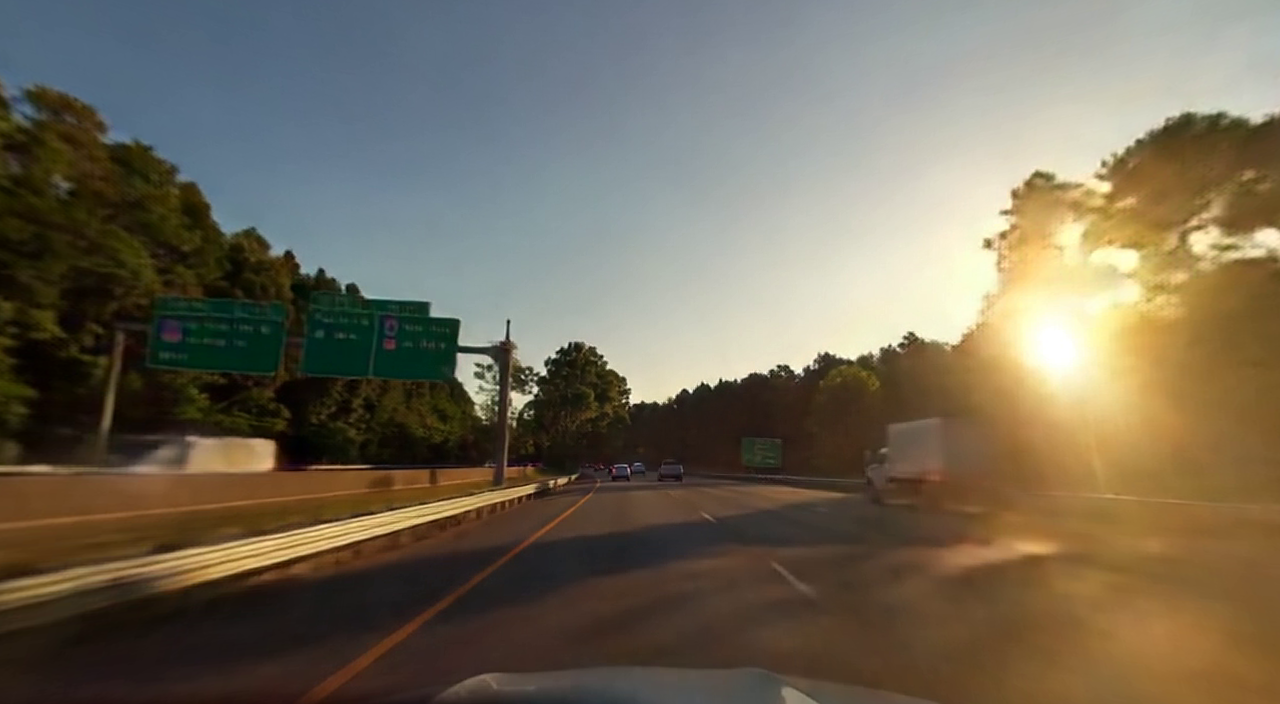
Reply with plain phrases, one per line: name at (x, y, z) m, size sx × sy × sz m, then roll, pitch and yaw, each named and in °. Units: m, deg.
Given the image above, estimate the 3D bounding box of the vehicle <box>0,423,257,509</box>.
vehicle at (-10.647, 2.453, 13.558) m, size 1.965 × 1.501 × 4.441 m, roll 1°, pitch -10°, yaw 0°

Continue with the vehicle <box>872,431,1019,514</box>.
vehicle at (11.551, 4.674, 24.575) m, size 2.398 × 2.721 × 6.295 m, roll 1°, pitch -11°, yaw -1°
